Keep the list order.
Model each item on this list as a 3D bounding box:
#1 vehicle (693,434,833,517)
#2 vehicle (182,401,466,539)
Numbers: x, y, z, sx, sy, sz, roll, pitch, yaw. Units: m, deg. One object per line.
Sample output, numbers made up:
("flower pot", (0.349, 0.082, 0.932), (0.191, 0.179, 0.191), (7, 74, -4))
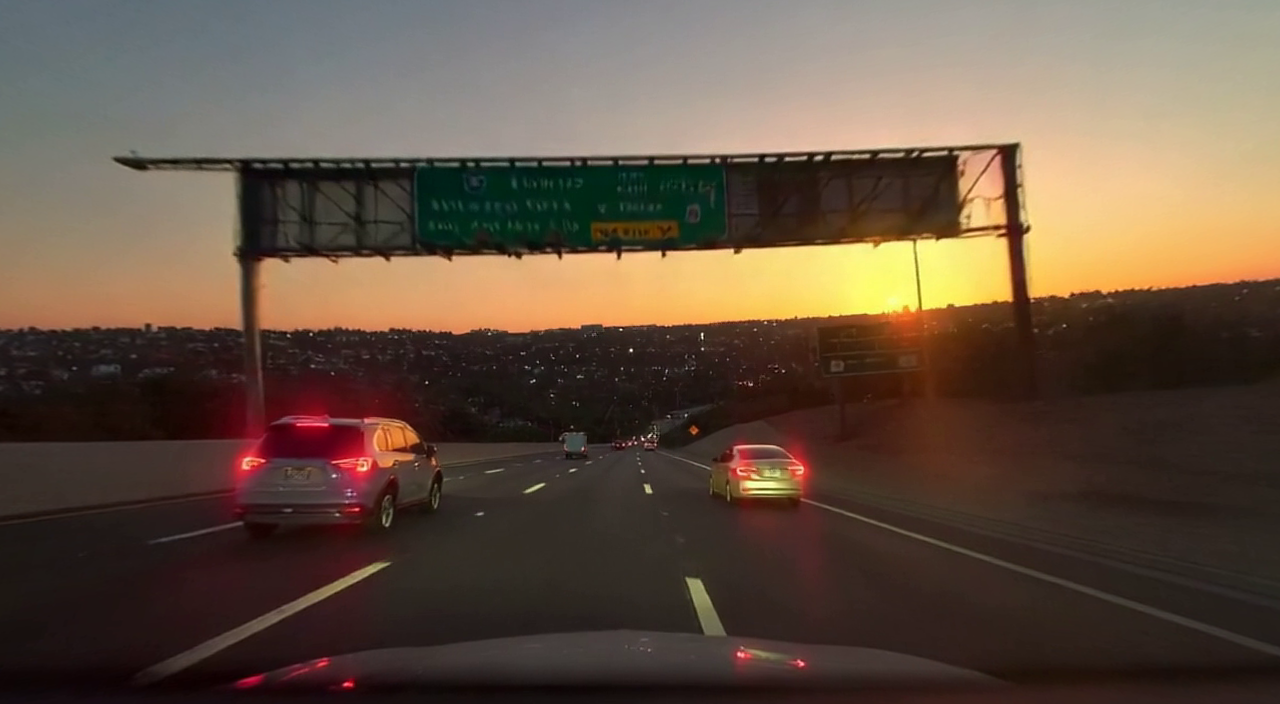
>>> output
("vehicle", (2.500, 2.677, 14.203), (2.047, 1.532, 4.884), (1, -9, -2))
("vehicle", (-5.090, 2.035, 11.446), (2.285, 1.853, 5.564), (0, -9, 0))
